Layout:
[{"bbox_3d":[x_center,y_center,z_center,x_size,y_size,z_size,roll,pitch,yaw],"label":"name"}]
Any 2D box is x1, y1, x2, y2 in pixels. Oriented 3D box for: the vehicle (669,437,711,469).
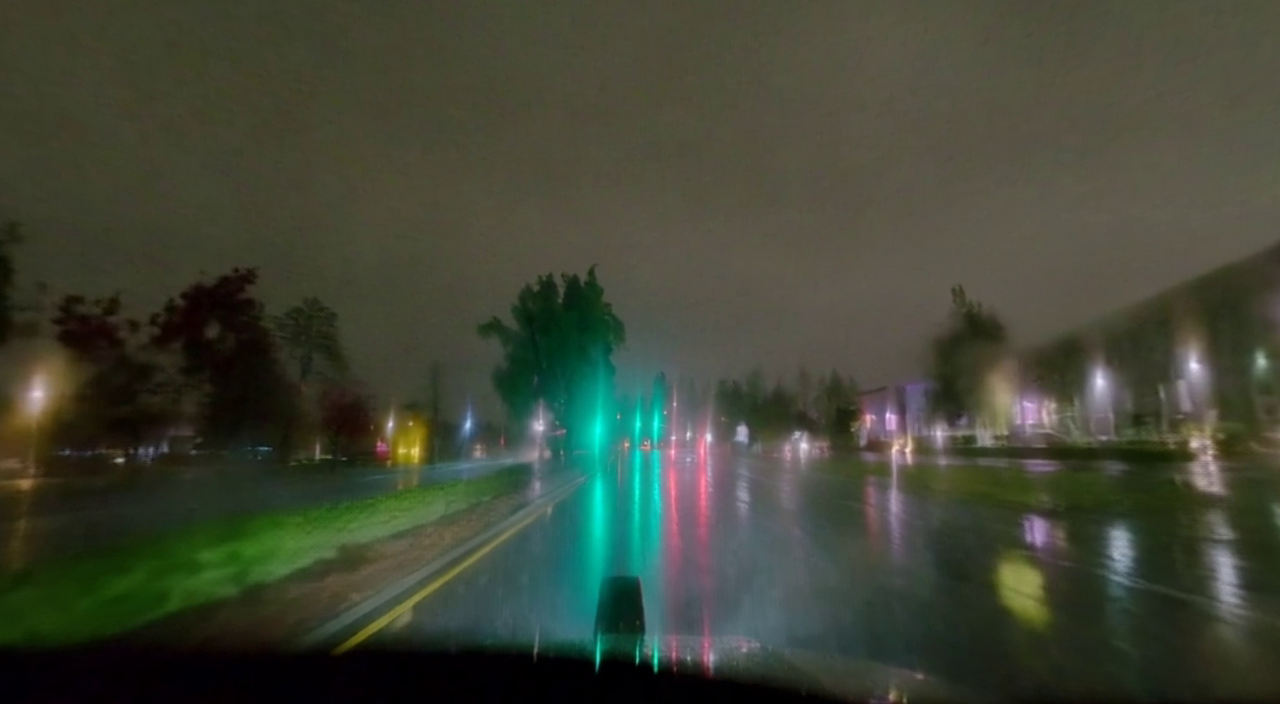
[{"bbox_3d":[3.026,6.273,39.482,2.085,1.828,5.383,0,-8,-1],"label":"vehicle"}]
